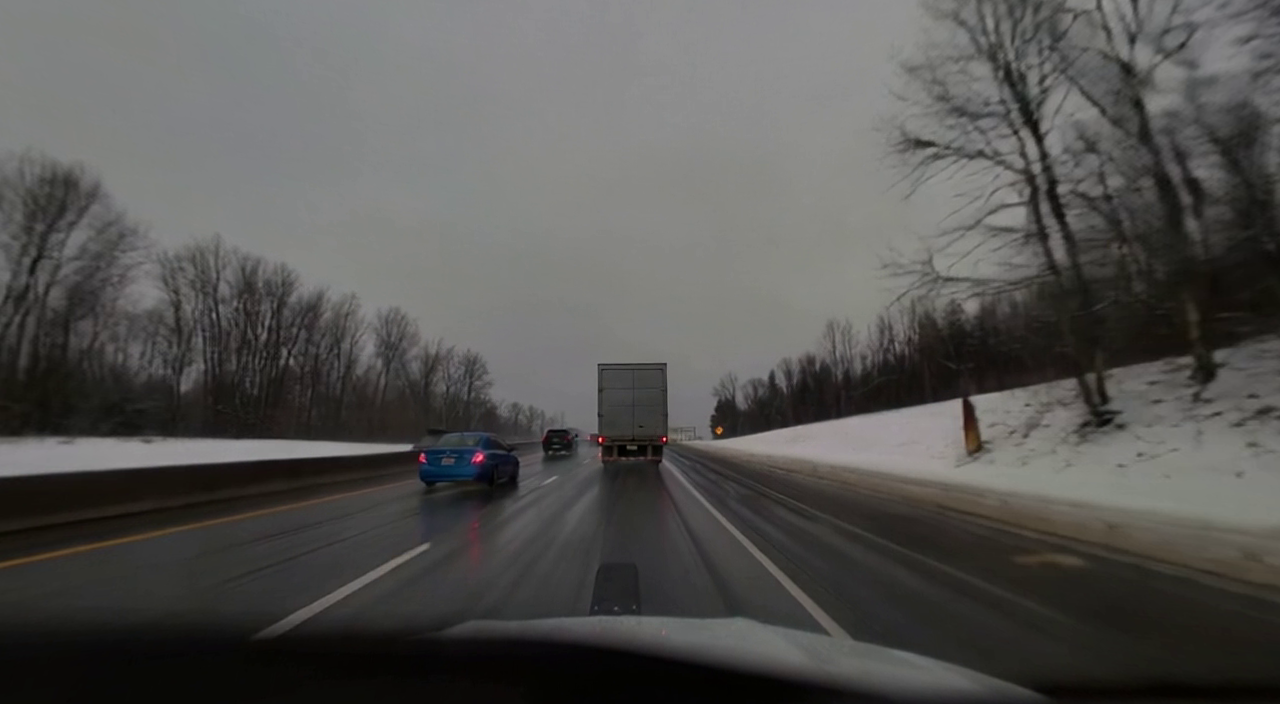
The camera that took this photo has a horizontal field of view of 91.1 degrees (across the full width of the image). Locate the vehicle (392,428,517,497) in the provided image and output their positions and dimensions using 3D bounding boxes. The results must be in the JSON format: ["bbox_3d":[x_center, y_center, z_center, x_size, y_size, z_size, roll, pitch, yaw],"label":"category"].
[{"bbox_3d":[-4.615,2.785,16.405,1.931,1.539,4.441,0,-8,0],"label":"vehicle"}]

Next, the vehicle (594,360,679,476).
[{"bbox_3d":[-0.227,2.969,27.107,2.953,4.041,10.072,0,-8,-1],"label":"vehicle"}]

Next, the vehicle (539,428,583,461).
[{"bbox_3d":[-4.642,5.512,37.608,2.019,1.834,4.644,0,-8,0],"label":"vehicle"}]
